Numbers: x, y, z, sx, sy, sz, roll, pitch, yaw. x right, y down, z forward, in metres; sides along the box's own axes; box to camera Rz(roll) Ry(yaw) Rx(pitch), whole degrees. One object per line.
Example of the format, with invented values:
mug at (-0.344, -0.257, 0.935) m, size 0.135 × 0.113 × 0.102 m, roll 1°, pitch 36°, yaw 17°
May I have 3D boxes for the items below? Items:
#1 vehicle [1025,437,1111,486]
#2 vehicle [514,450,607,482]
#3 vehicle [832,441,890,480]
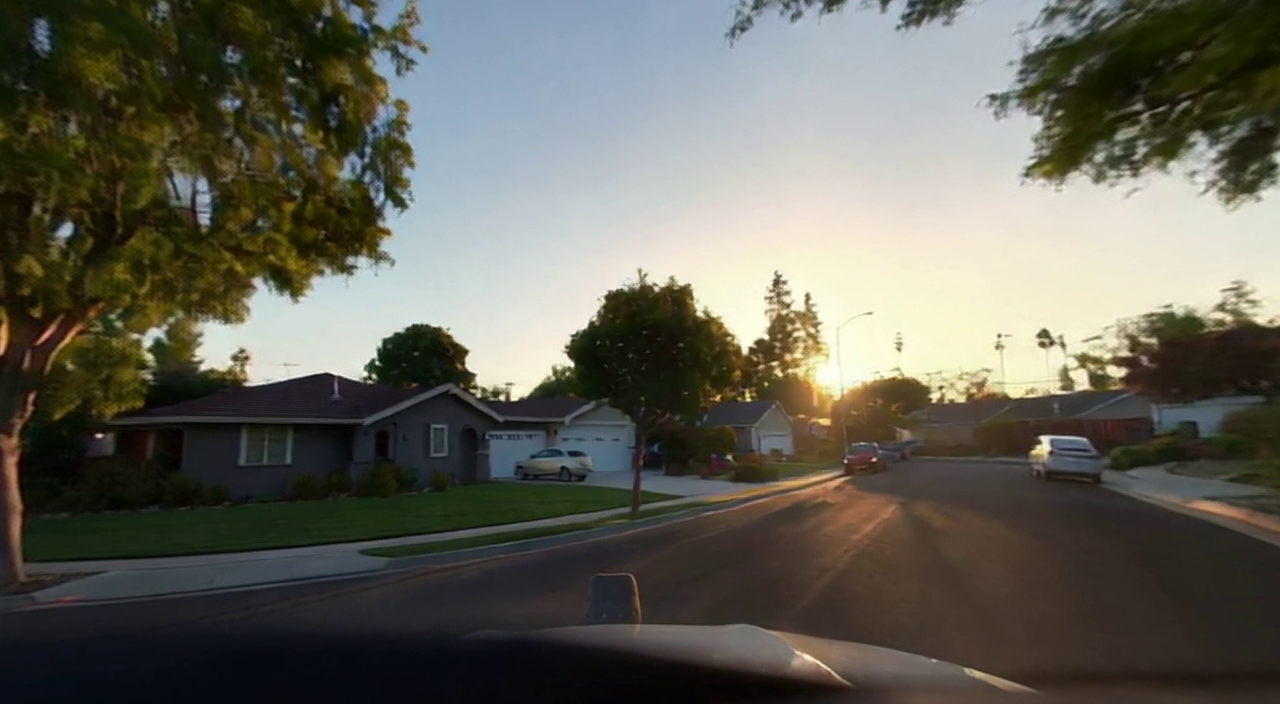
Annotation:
vehicle at (15.506, 3.918, 23.100) m, size 2.005 × 1.553 × 3.984 m, roll -2°, pitch -8°, yaw 26°
vehicle at (-4.075, 5.782, 32.239) m, size 4.404 × 1.495 × 1.844 m, roll -5°, pitch -10°, yaw 28°
vehicle at (12.566, 6.083, 35.735) m, size 2.208 × 1.834 × 4.675 m, roll -11°, pitch -12°, yaw 26°
